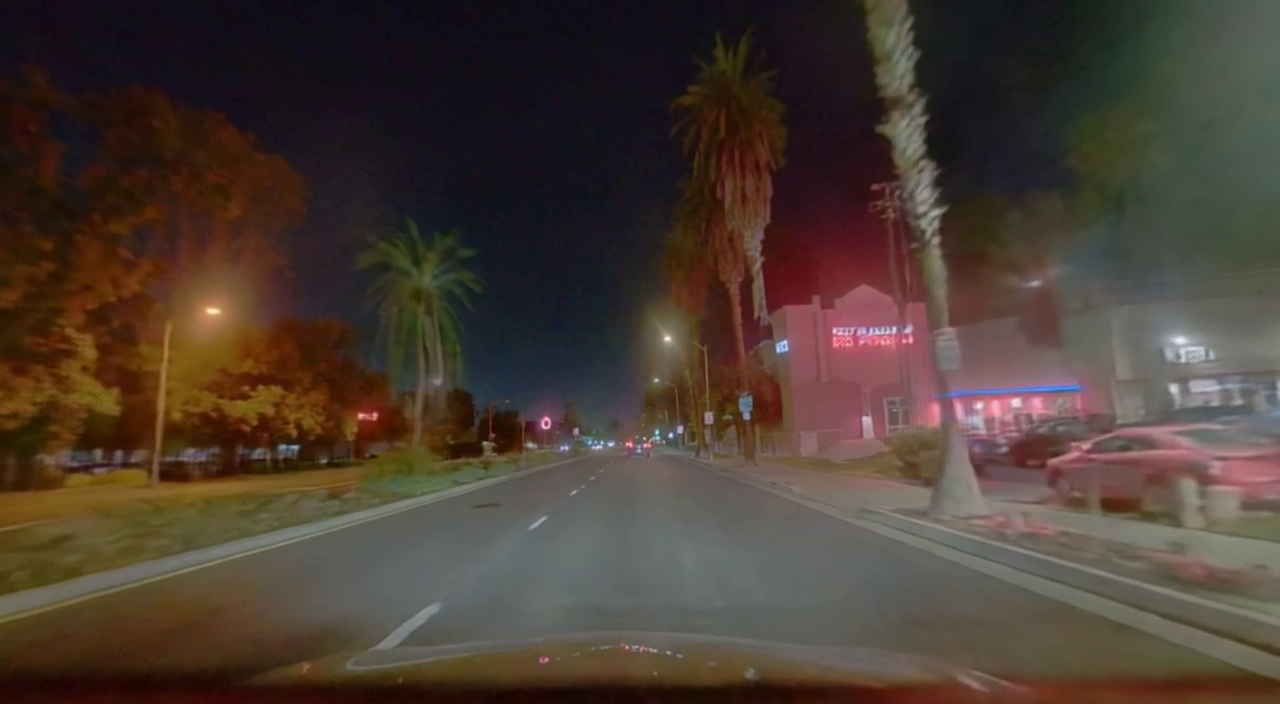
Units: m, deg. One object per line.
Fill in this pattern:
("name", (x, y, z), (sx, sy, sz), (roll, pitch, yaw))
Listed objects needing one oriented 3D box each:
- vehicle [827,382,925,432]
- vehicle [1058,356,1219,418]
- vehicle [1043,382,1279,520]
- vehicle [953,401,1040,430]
("vehicle", (11.511, 2.774, 30.442), (5.186, 2.000, 2.226), (9, -12, -41))
("vehicle", (22.235, 1.694, 28.177), (5.257, 1.921, 2.104), (-13, -15, 42))
("vehicle", (9.362, 1.962, 11.236), (1.917, 1.876, 4.629), (-6, -15, 12))
("vehicle", (23.486, 4.232, 41.516), (4.630, 1.473, 1.702), (-6, -12, 17))
